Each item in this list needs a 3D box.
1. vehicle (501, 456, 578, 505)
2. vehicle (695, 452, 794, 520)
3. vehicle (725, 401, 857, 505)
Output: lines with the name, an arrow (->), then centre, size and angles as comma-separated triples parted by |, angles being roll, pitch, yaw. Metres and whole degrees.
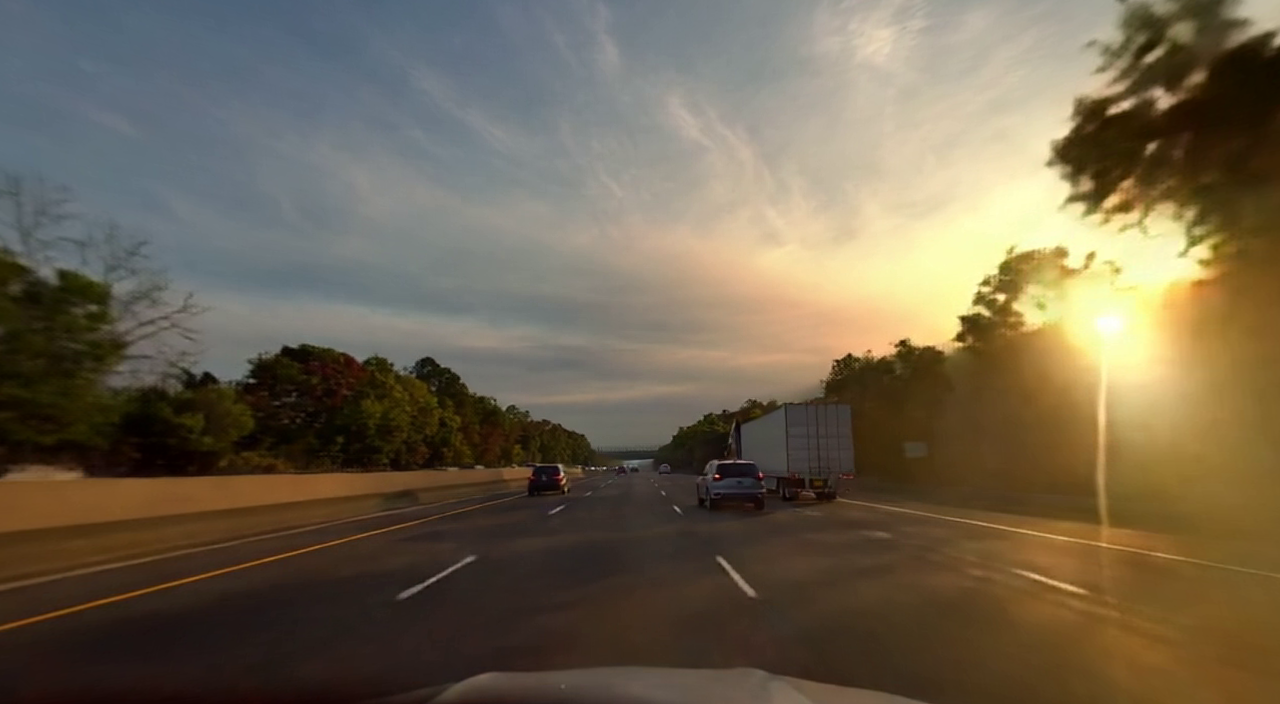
vehicle -> -3.546, 4.641, 22.912 | 2.025, 1.547, 4.150 | 1, -10, 1
vehicle -> 2.887, 3.860, 18.438 | 2.050, 1.708, 4.457 | 1, -10, -1
vehicle -> 7.241, 5.575, 33.877 | 2.883, 4.151, 17.144 | 1, -10, 0
